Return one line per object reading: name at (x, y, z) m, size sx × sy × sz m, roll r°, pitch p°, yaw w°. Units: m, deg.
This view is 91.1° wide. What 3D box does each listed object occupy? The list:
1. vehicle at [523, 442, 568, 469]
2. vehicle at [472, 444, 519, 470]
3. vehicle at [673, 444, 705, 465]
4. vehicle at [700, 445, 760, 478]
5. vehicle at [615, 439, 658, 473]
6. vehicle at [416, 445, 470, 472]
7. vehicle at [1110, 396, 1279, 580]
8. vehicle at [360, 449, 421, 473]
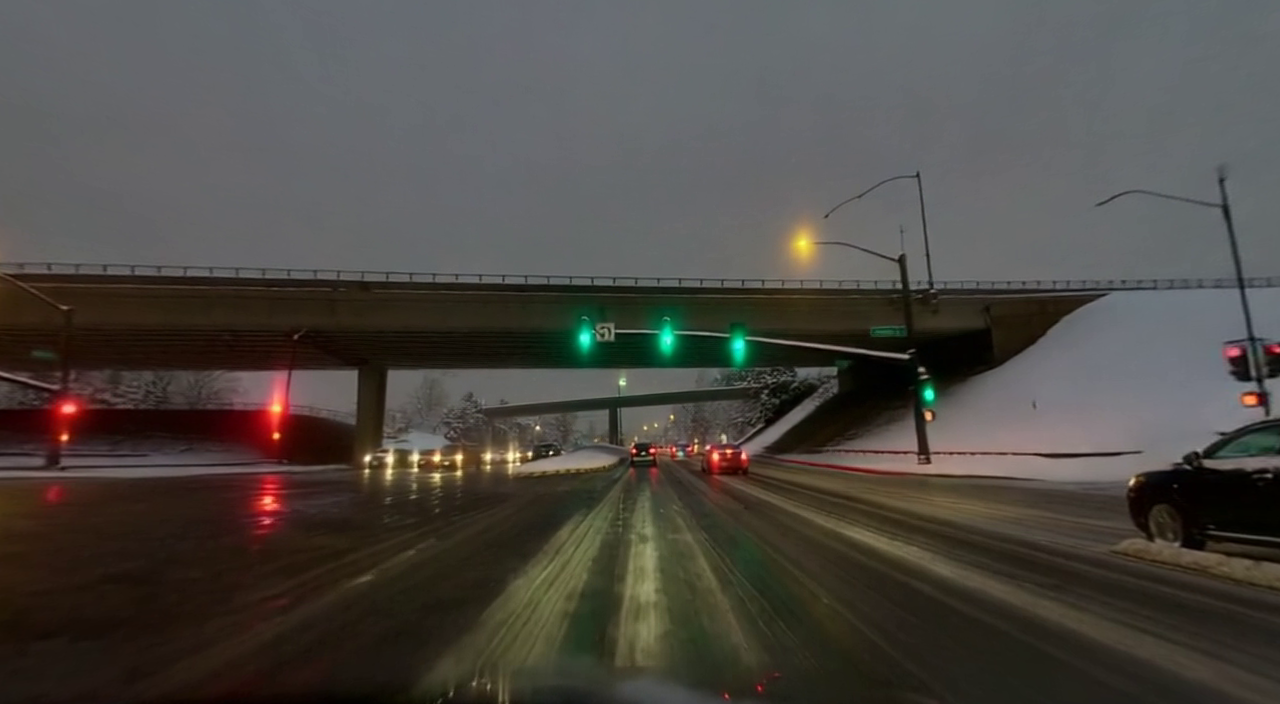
vehicle at (-5.845, 6.547, 39.397) m, size 1.971 × 1.542 × 4.377 m, roll -2°, pitch -10°, yaw 2°
vehicle at (-9.411, 6.876, 41.163) m, size 1.945 × 1.590 × 4.141 m, roll 0°, pitch -9°, yaw 2°
vehicle at (3.699, 7.834, 48.015) m, size 2.119 × 1.509 × 4.495 m, roll 0°, pitch -9°, yaw 0°
vehicle at (4.069, 5.054, 29.165) m, size 2.156 × 1.404 × 4.120 m, roll 0°, pitch -9°, yaw 0°
vehicle at (-0.140, 5.551, 33.738) m, size 2.172 × 1.694 × 4.055 m, roll 0°, pitch -9°, yaw 1°
vehicle at (-12.813, 6.940, 41.159) m, size 1.985 × 1.606 × 4.570 m, roll 0°, pitch -9°, yaw 1°
vehicle at (6.756, 1.212, 5.554) m, size 1.964 × 1.647 × 4.114 m, roll 0°, pitch -9°, yaw 0°
vehicle at (-16.589, 7.231, 41.988) m, size 1.982 × 1.499 × 4.735 m, roll 0°, pitch -9°, yaw 1°
